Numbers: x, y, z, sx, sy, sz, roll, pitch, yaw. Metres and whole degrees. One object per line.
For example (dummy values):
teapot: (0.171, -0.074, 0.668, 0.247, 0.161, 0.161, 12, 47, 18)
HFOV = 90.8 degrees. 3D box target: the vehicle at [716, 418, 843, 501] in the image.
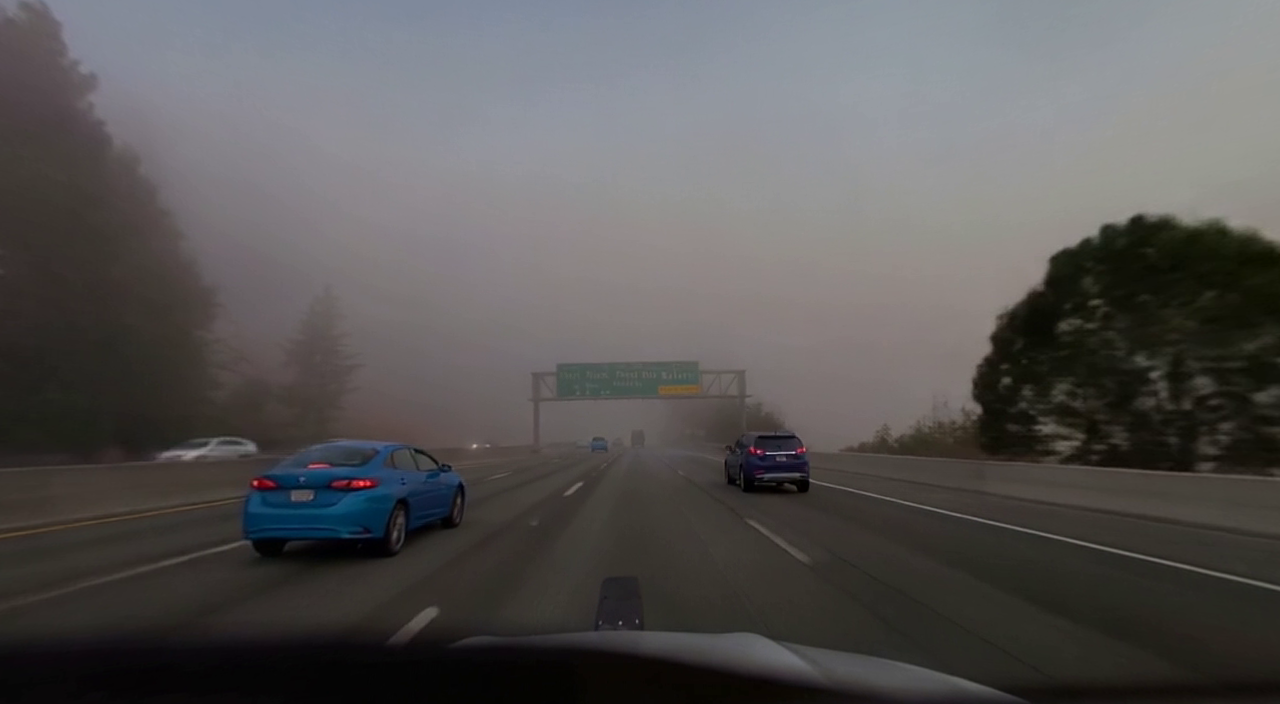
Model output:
vehicle: (3.180, 2.563, 15.355, 2.053, 1.714, 4.097, 0, -9, -1)

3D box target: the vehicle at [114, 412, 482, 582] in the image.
vehicle: (-3.822, 1.731, 8.434, 2.118, 1.573, 4.940, 0, -9, 0)
